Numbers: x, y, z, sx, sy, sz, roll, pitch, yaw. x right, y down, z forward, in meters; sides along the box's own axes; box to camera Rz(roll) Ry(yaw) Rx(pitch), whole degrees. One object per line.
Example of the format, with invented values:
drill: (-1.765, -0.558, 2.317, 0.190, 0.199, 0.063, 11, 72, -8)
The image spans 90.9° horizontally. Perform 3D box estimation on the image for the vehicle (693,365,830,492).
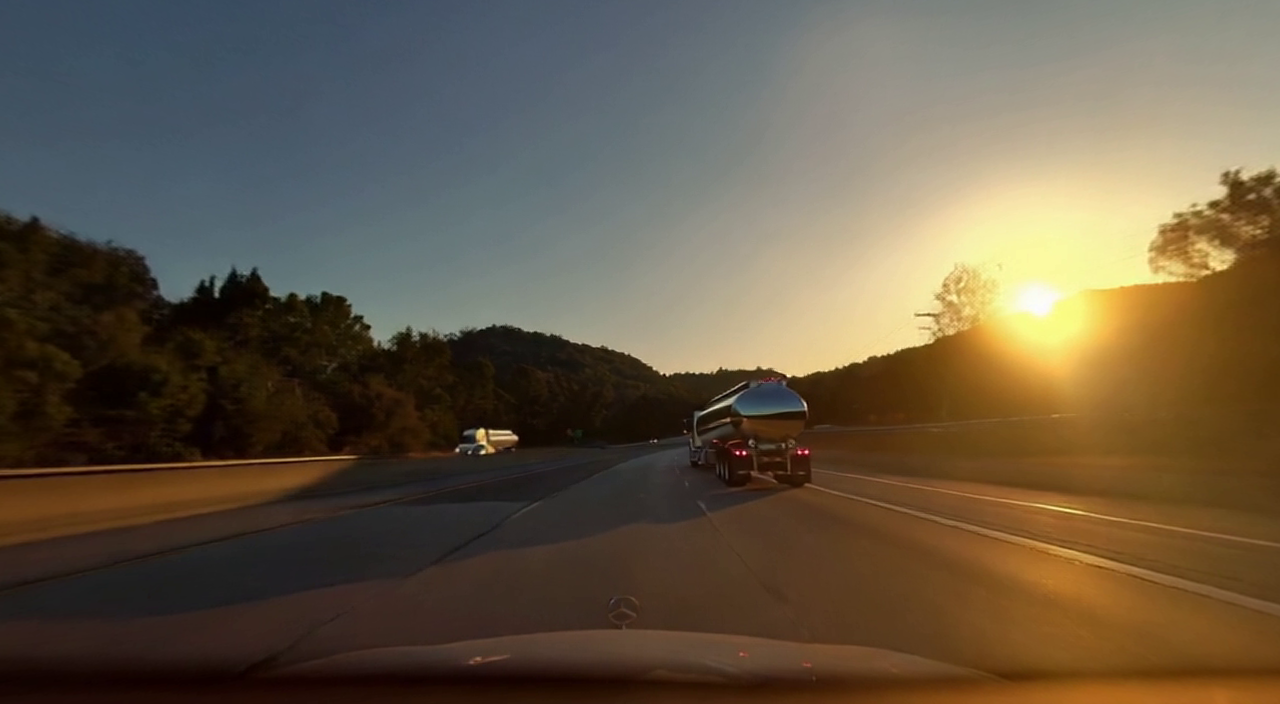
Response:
vehicle: (4.076, 3.235, 25.315, 2.880, 3.624, 14.397, -1, -8, 1)
